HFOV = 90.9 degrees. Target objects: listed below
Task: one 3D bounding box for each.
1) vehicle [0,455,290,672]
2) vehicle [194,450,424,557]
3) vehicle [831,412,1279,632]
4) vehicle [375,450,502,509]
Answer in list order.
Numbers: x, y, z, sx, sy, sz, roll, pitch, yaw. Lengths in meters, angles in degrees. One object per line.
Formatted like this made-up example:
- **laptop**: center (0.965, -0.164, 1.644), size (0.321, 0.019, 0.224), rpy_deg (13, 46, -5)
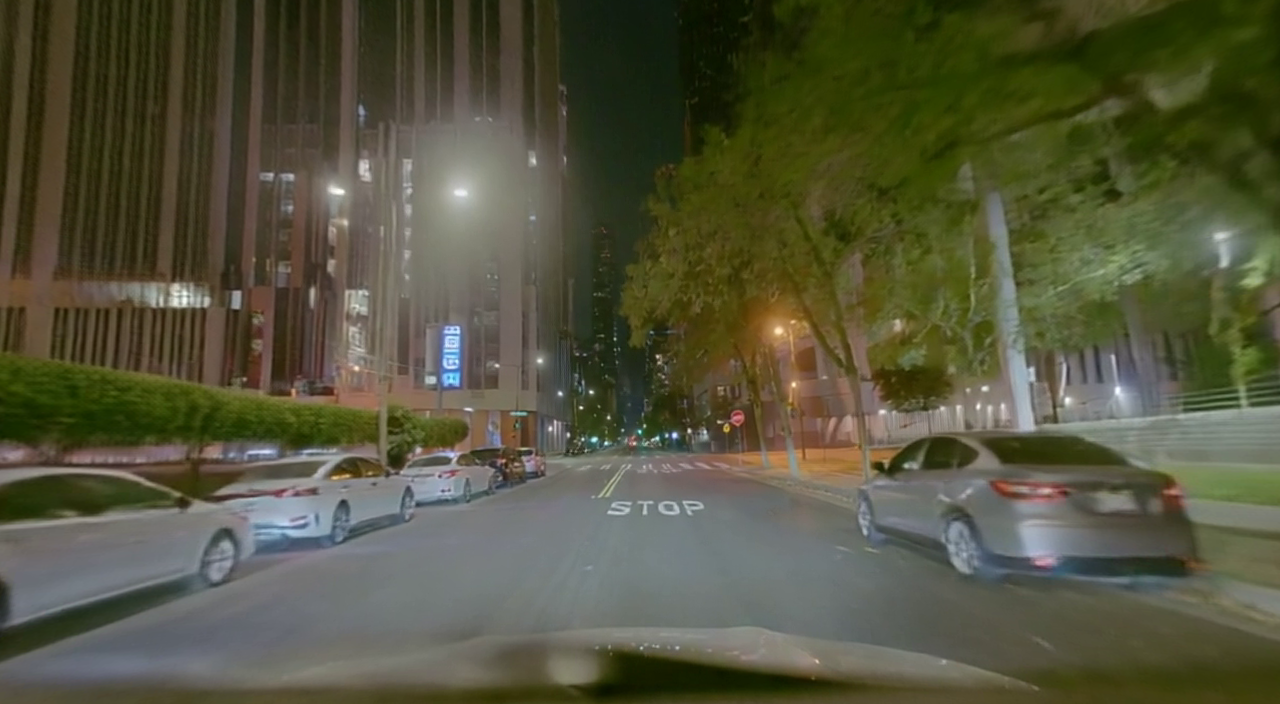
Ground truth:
- **vehicle**: center (-5.503, 1.724, 5.692), size (1.873, 1.448, 5.013), rpy_deg (0, -8, -1)
- **vehicle**: center (-5.548, 2.543, 11.351), size (1.834, 1.463, 4.337), rpy_deg (0, -8, -1)
- **vehicle**: center (3.784, 1.520, 6.705), size (1.978, 1.554, 4.192), rpy_deg (0, -8, -3)
- **vehicle**: center (-5.566, 3.563, 18.134), size (2.131, 1.407, 4.547), rpy_deg (0, -8, 0)
